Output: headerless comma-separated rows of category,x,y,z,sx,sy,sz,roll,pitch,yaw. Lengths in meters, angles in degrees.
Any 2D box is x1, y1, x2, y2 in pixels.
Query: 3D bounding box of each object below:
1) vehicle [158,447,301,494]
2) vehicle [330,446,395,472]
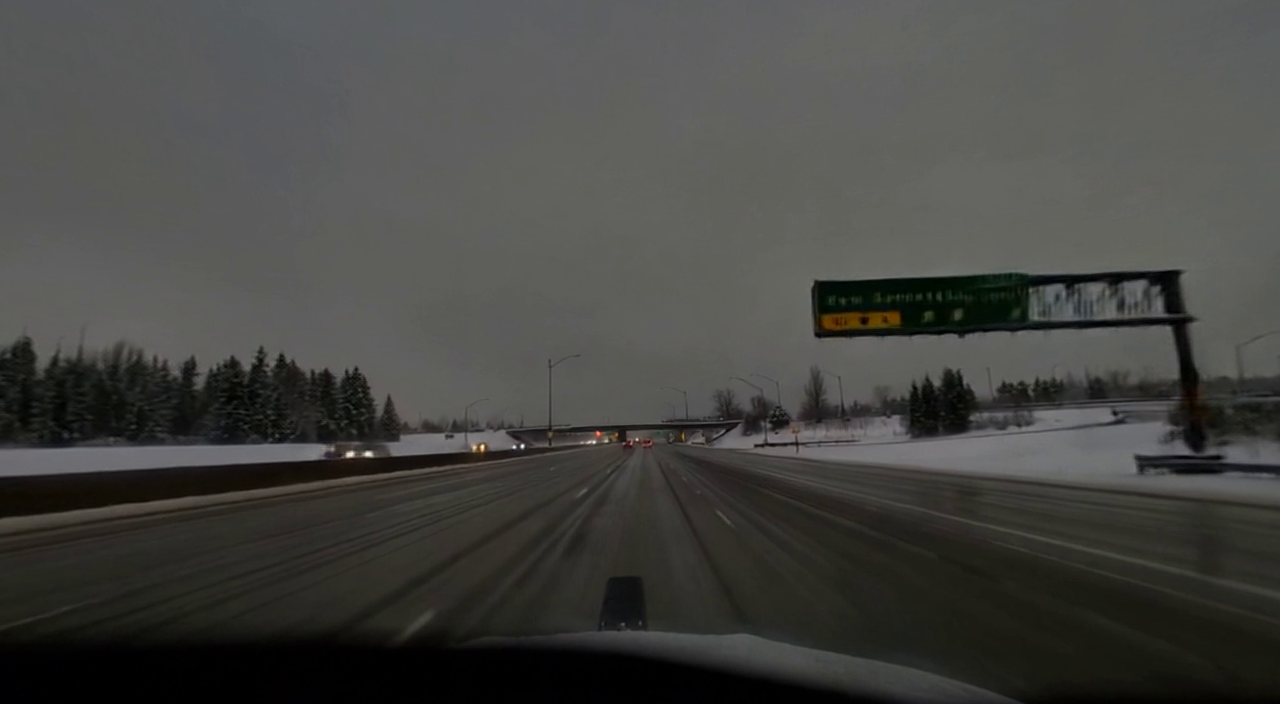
vehicle,-14.395,4.144,22.542,1.878,1.476,4.734,-1,-8,1
vehicle,-17.403,6.720,39.853,2.048,1.476,4.721,0,-9,-1
